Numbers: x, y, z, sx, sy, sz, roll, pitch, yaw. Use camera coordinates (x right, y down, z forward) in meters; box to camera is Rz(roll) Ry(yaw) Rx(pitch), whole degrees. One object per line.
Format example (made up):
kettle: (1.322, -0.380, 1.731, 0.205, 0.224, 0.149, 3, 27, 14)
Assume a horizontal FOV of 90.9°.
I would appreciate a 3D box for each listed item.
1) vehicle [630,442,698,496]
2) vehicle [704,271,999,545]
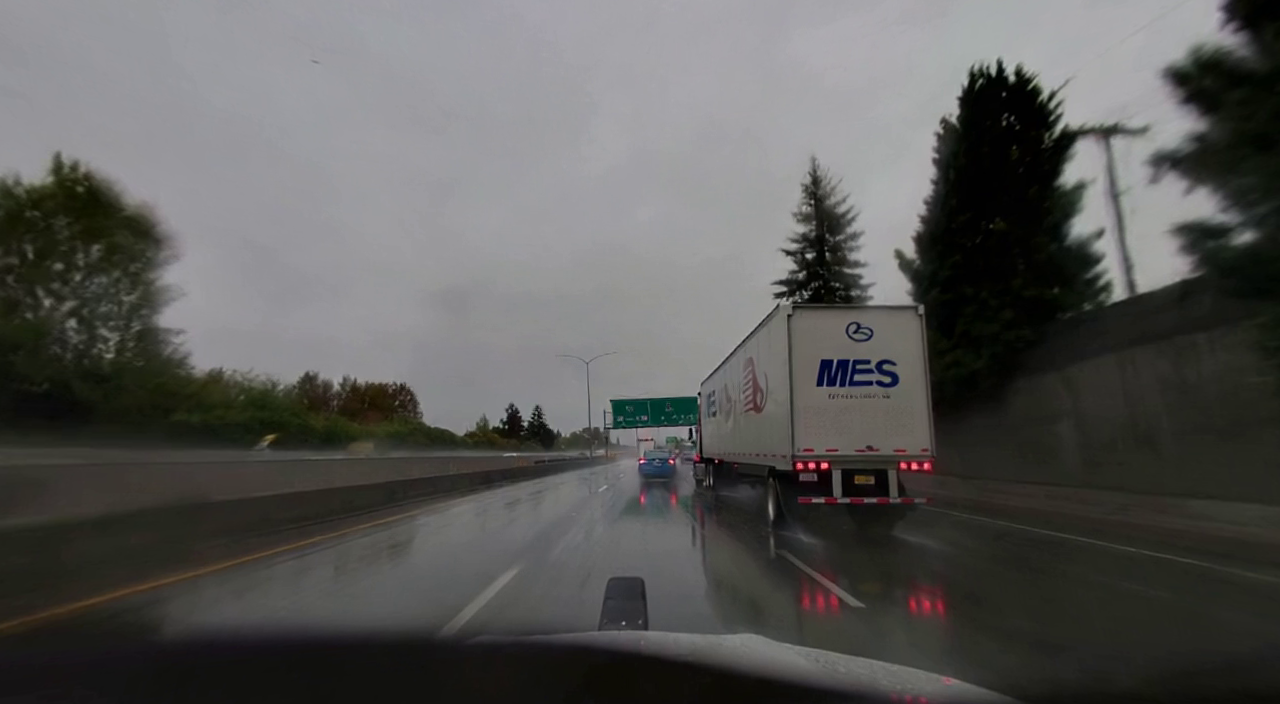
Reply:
vehicle: (0.726, 3.930, 21.520, 2.121, 1.642, 3.828, 0, -9, 0)
vehicle: (3.830, 1.853, 16.495, 3.002, 4.104, 14.174, 0, -9, 1)
